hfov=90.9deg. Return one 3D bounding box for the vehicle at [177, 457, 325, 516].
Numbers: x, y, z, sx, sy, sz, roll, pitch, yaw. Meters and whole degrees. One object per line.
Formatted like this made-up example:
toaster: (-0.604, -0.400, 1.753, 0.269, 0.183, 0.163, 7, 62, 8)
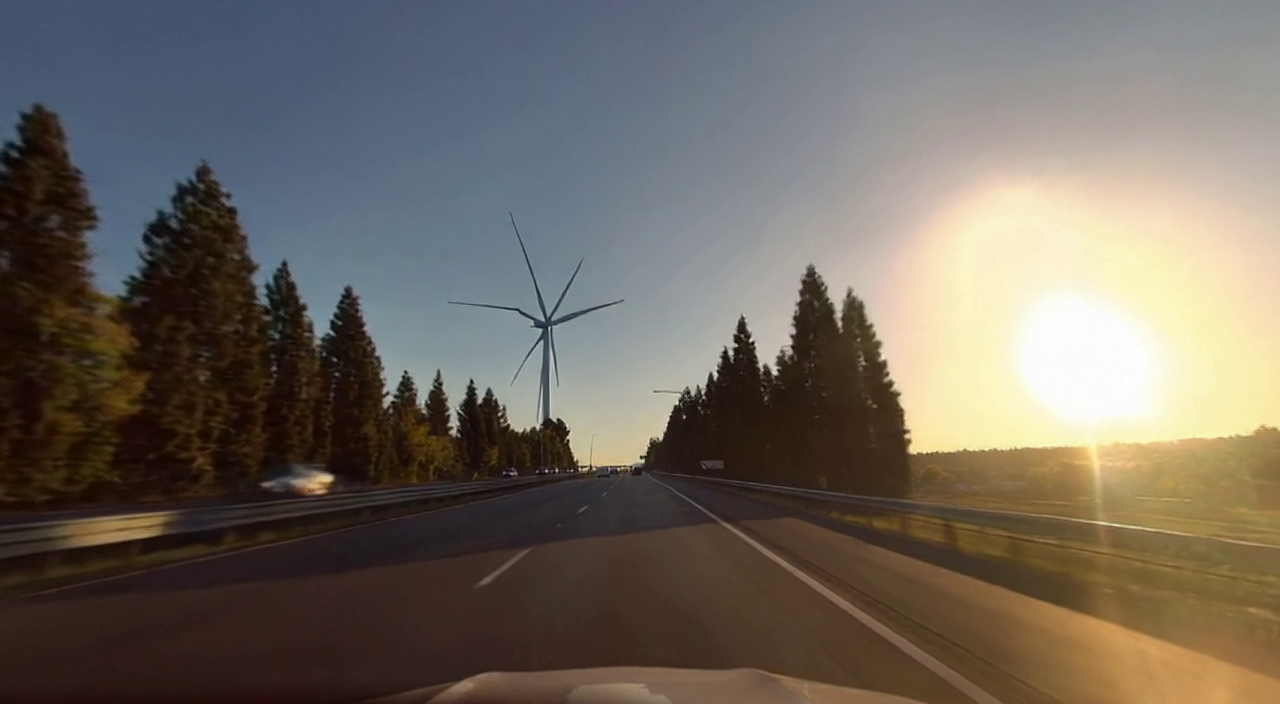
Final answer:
vehicle: (-12.162, 4.240, 20.109, 1.910, 1.636, 4.292, 1, -11, 0)
